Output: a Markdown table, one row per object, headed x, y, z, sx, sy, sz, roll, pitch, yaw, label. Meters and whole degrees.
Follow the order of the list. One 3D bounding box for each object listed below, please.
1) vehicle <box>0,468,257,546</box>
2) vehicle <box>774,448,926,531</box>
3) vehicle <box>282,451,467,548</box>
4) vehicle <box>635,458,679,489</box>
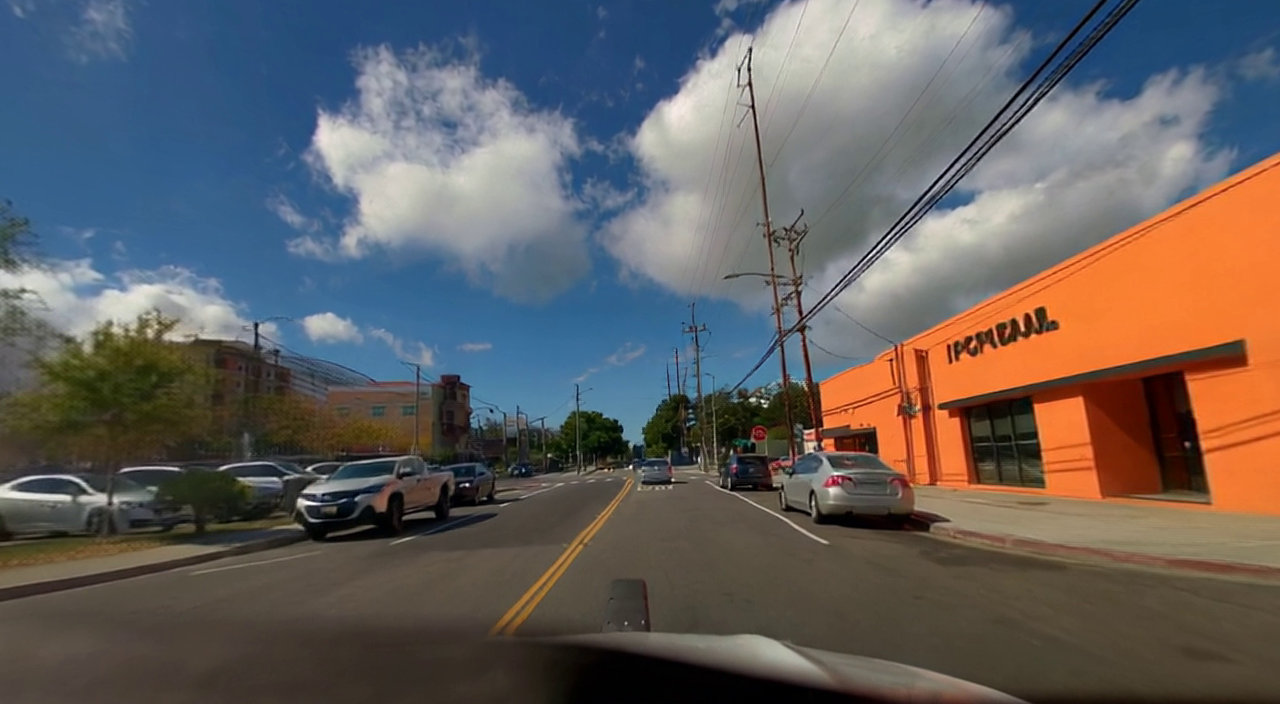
| x | y | z | sx | sy | sz | roll | pitch | yaw | label |
| --- | --- | --- | --- | --- | --- | --- | --- | --- | --- |
| -11.673 | 3.375 | 14.003 | 4.968 | 1.493 | 1.961 | 0 | -8 | -2 | vehicle |
| 4.270 | 2.827 | 13.647 | 1.840 | 1.452 | 4.517 | 0 | -8 | 2 | vehicle |
| -5.756 | 3.206 | 14.593 | 2.146 | 1.775 | 5.117 | 0 | -8 | -1 | vehicle |
| 1.038 | 6.709 | 35.143 | 2.033 | 1.464 | 4.645 | -1 | -9 | 7 | vehicle |
